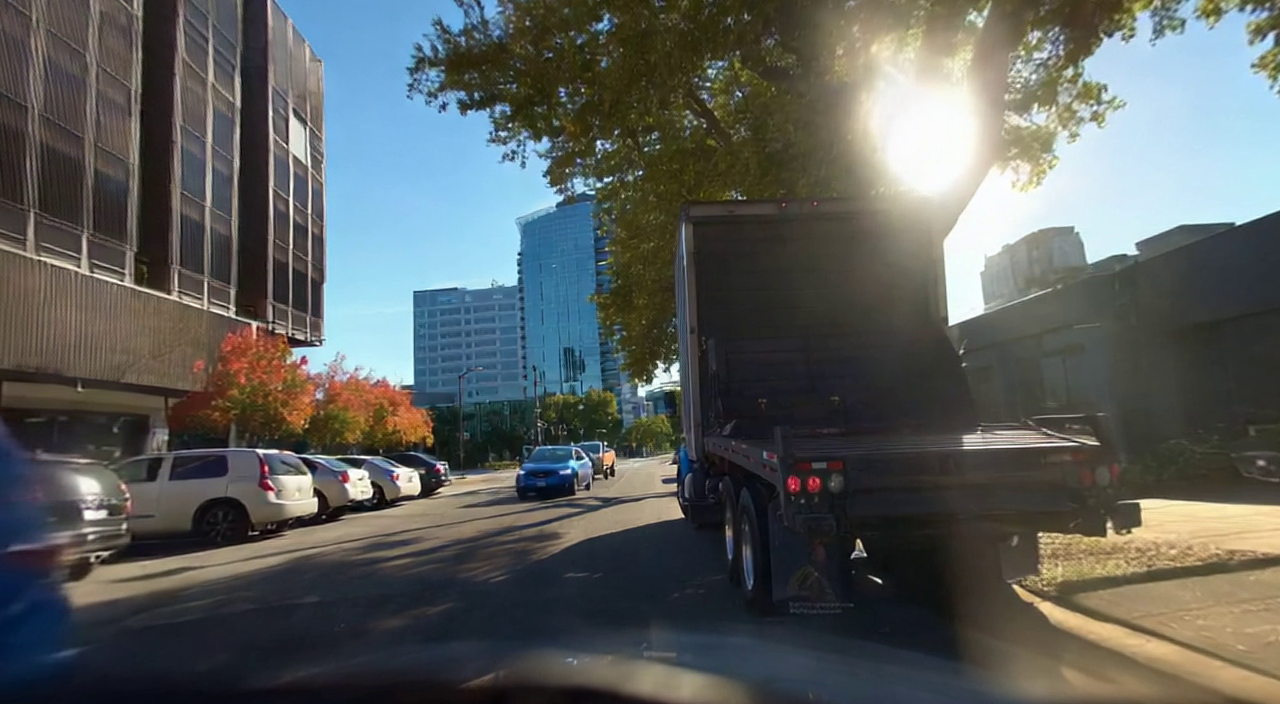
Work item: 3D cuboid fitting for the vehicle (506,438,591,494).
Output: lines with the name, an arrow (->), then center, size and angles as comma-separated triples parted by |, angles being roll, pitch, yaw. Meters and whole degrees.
vehicle -> -2.767, 3.550, 20.093 | 2.183, 1.563, 4.257 | 0, -8, -2

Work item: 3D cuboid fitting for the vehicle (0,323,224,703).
vehicle -> -3.434, 0.618, 0.938 | 2.223, 1.804, 4.746 | 0, -8, 2

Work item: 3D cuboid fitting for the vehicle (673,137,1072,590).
vehicle -> 2.544, 0.852, 11.417 | 3.320, 4.034, 11.553 | -1, -8, 6
